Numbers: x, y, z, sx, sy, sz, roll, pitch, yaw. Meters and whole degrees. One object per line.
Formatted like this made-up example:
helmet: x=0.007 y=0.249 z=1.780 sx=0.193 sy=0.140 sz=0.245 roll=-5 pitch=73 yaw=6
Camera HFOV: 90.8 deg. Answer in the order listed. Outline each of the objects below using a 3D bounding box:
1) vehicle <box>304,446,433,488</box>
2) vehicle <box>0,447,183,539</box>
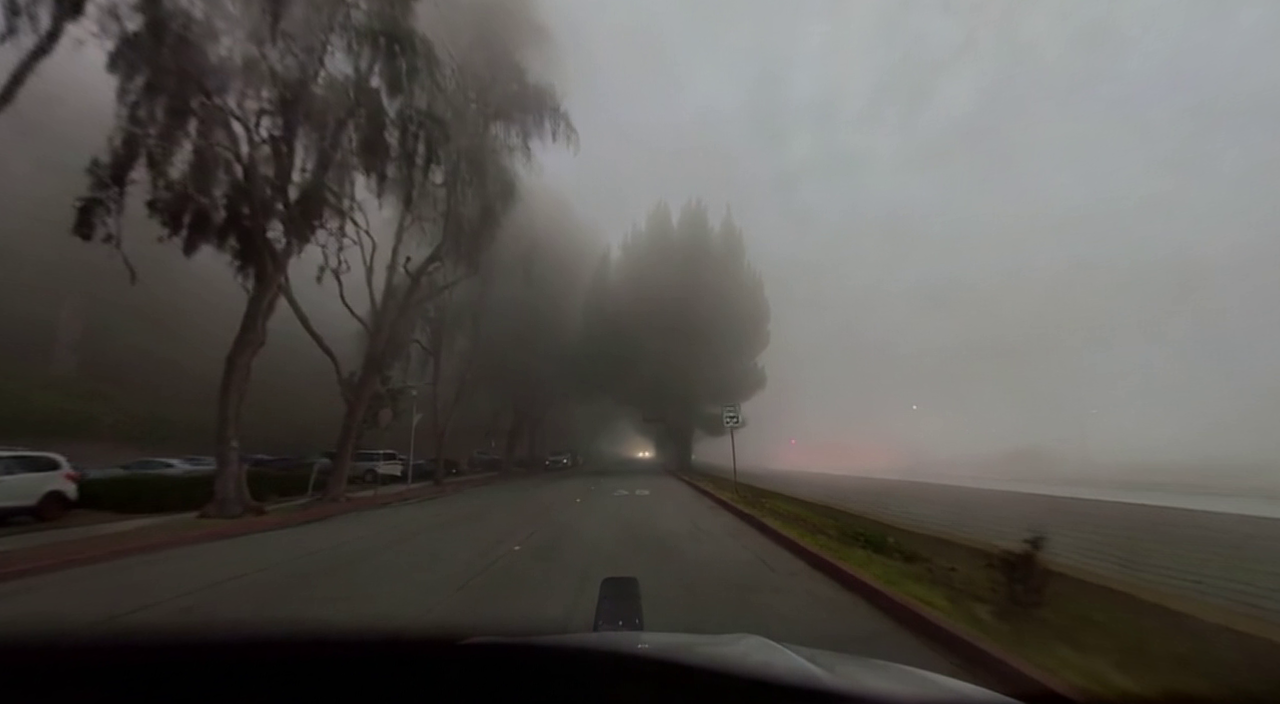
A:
vehicle: x=-13.561 y=5.771 z=31.837 sx=5.428 sy=1.908 sz=2.196 roll=1 pitch=-9 yaw=0
vehicle: x=-13.095 y=2.958 z=13.592 sx=4.870 sy=1.767 sz=2.120 roll=-1 pitch=-8 yaw=2
